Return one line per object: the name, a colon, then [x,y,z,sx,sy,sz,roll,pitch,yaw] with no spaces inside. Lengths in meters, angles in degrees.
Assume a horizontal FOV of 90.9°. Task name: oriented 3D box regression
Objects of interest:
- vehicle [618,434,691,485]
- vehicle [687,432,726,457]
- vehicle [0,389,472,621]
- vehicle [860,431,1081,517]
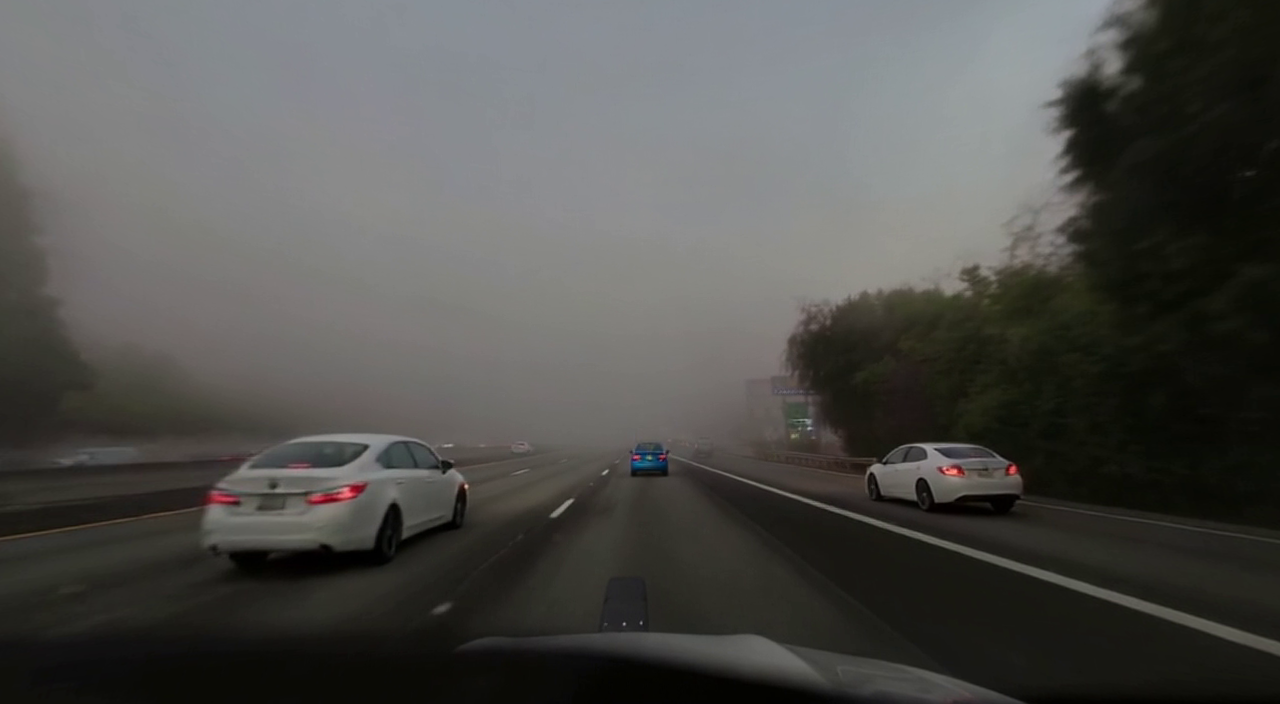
vehicle: [0.414,3.438,20.427,2.113,1.464,4.073,0,-8,0]
vehicle: [4.803,6.805,46.437,2.261,1.781,4.709,0,-8,-1]
vehicle: [-3.561,1.422,6.964,1.927,1.586,5.142,0,-8,1]
vehicle: [6.337,2.374,12.839,2.030,1.442,4.358,0,-8,-2]
